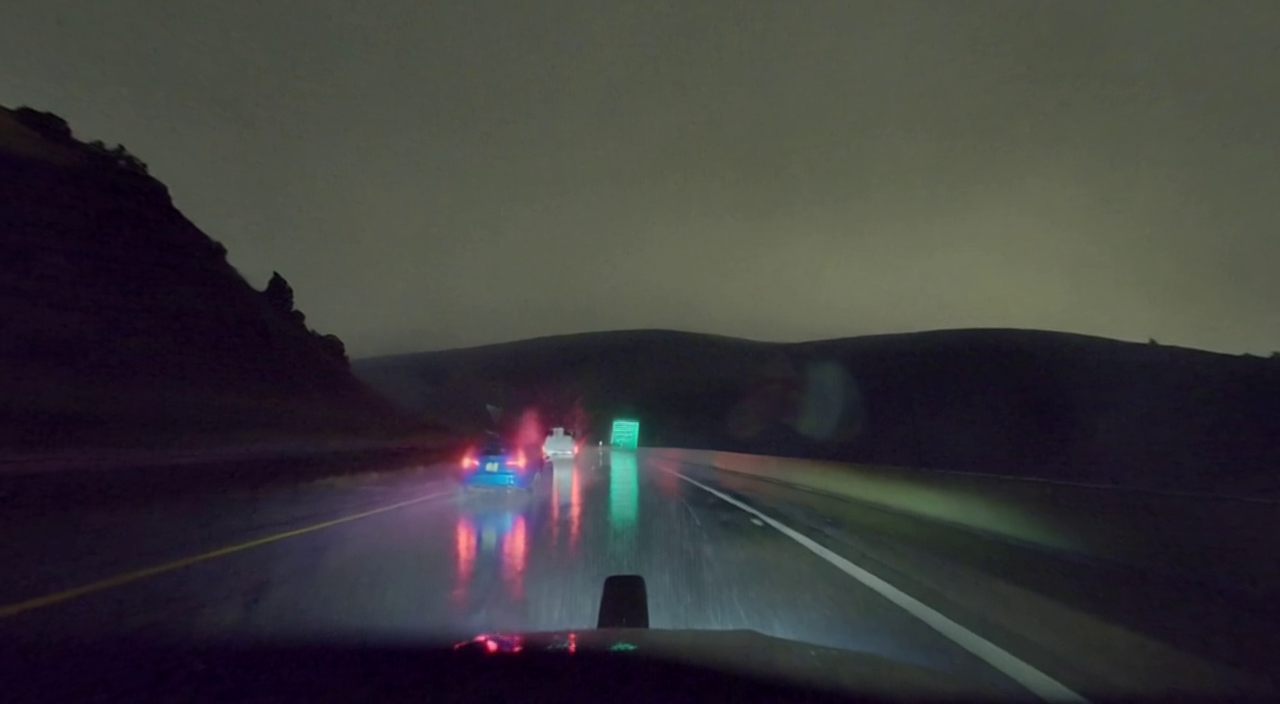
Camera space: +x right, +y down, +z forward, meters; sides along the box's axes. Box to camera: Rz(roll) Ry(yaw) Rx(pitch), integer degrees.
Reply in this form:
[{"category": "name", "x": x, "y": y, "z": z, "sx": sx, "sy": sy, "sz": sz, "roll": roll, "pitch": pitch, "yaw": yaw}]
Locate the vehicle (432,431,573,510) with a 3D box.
[{"category": "vehicle", "x": -2.906, "y": 2.620, "z": 14.522, "sx": 2.097, "sy": 1.511, "sz": 4.585, "roll": 0, "pitch": -8, "yaw": 2}]
